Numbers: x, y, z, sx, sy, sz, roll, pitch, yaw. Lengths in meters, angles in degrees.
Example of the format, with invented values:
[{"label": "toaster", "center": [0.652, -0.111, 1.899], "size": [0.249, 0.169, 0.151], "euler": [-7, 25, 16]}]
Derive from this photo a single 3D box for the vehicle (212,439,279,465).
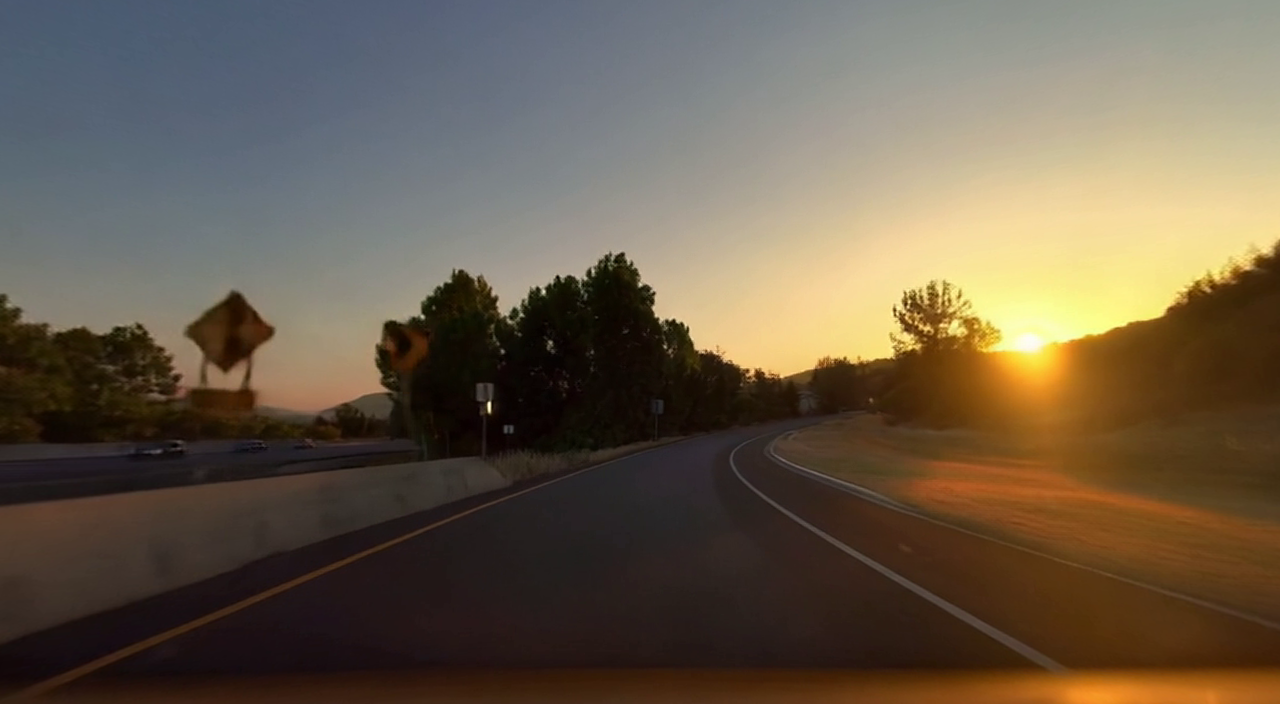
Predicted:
[{"label": "vehicle", "center": [-24.019, 6.063, 38.464], "size": [1.895, 1.451, 4.168], "euler": [1, -8, -9]}]
